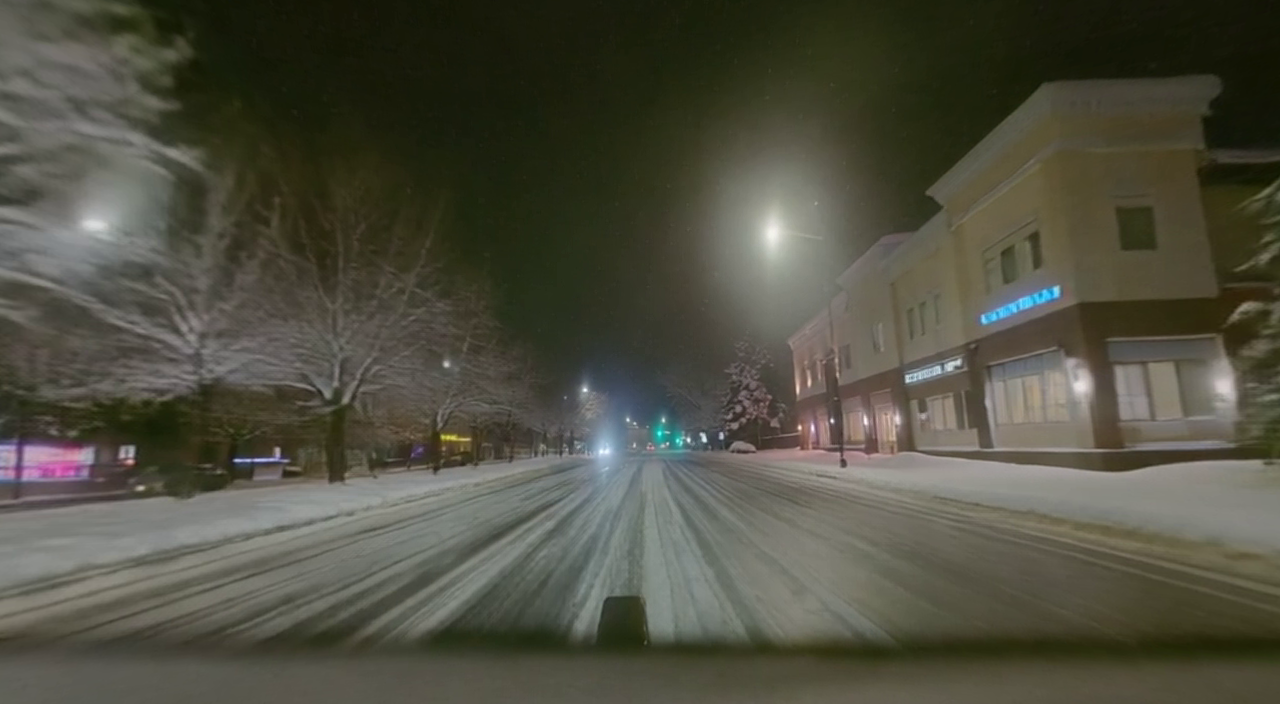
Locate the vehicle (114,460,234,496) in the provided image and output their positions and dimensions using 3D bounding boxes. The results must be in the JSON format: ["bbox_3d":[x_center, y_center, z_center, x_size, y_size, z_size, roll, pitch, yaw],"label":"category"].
[{"bbox_3d":[-22.336,6.029,30.471,2.135,1.467,4.653,-1,-9,2],"label":"vehicle"}]
